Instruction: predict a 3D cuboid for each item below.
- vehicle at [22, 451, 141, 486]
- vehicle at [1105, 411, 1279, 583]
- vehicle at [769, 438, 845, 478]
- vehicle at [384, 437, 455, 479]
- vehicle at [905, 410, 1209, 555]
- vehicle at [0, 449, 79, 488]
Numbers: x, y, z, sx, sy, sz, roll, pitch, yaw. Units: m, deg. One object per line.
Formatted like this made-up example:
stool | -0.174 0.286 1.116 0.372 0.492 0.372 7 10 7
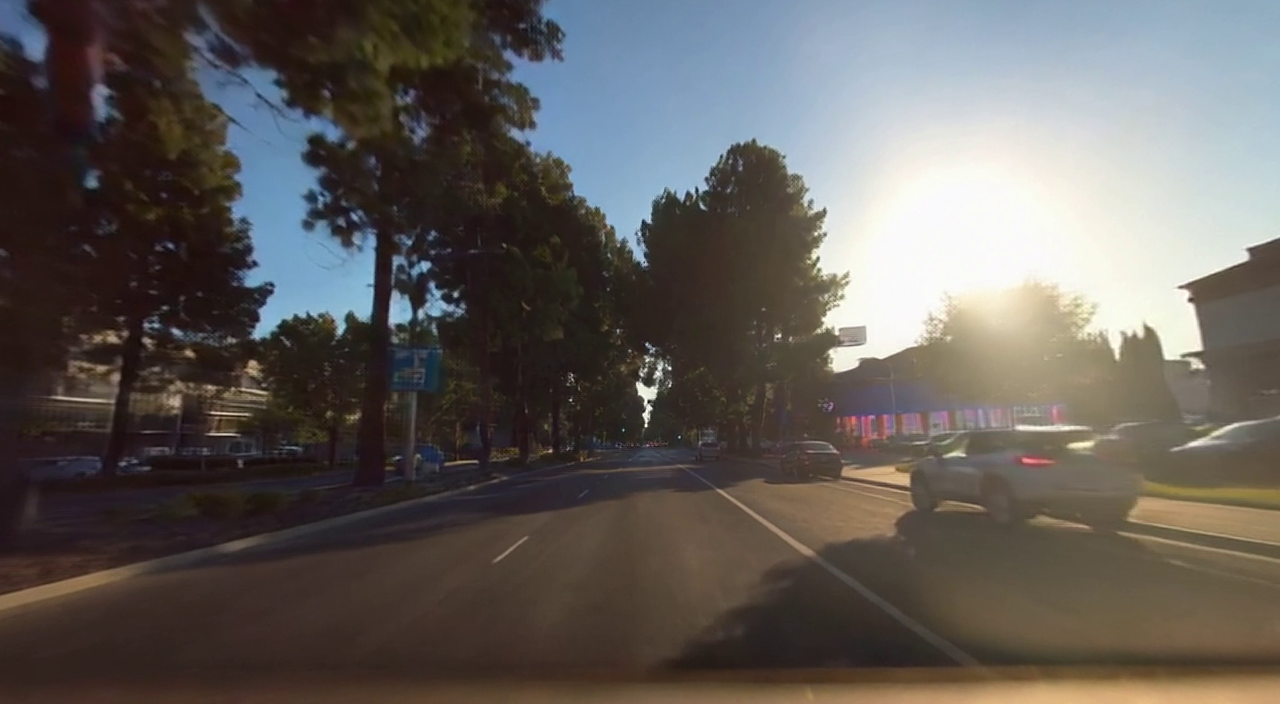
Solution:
vehicle | -32.247 6.705 36.486 4.740 1.853 2.161 0 -8 -1
vehicle | 7.031 1.376 6.024 1.919 1.616 4.315 0 -8 2
vehicle | 7.281 4.654 28.075 2.122 1.602 4.928 -1 -8 1
vehicle | -12.076 5.792 34.896 2.157 2.139 4.800 0 -8 0
vehicle | 7.101 2.244 11.675 2.157 2.057 4.994 0 -8 0
vehicle | -31.935 5.895 31.957 4.797 1.850 2.224 0 -8 0
